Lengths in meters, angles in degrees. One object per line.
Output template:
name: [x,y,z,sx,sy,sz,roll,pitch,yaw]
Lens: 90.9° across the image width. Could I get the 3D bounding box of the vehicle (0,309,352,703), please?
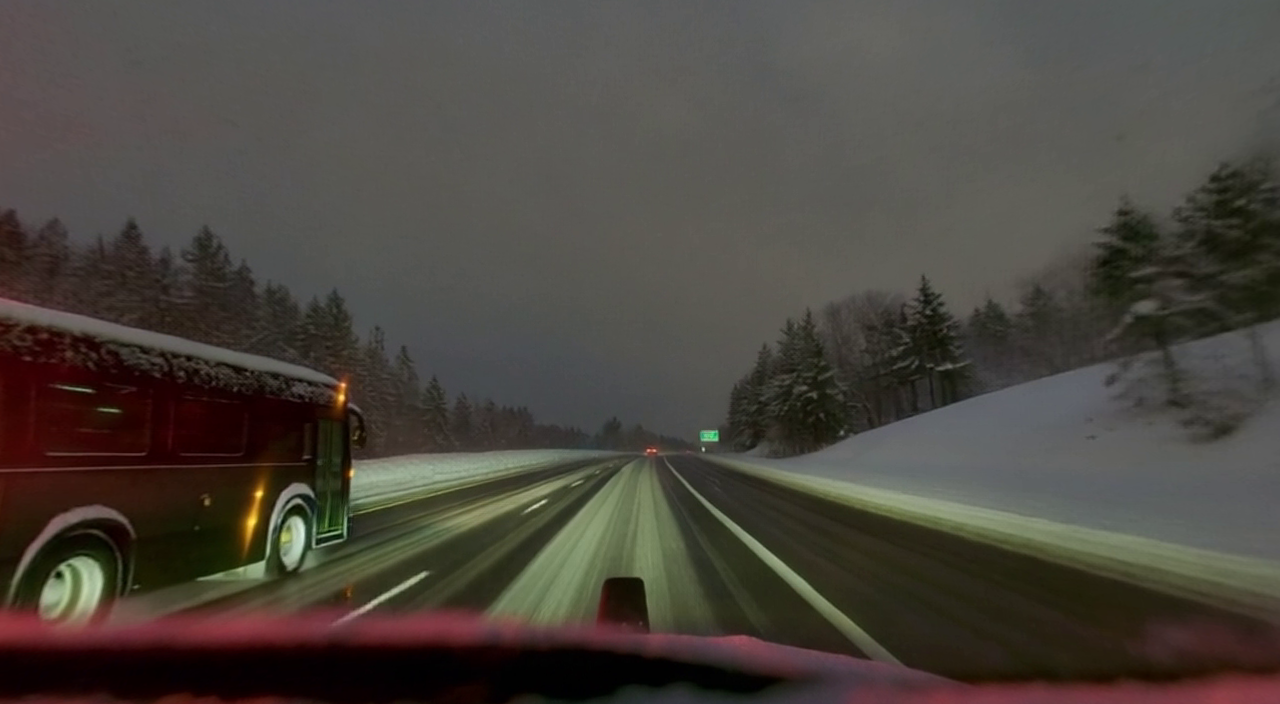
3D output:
vehicle: [-4.139,0.939,3.977,2.127,1.985,5.205,-1,-8,1]
